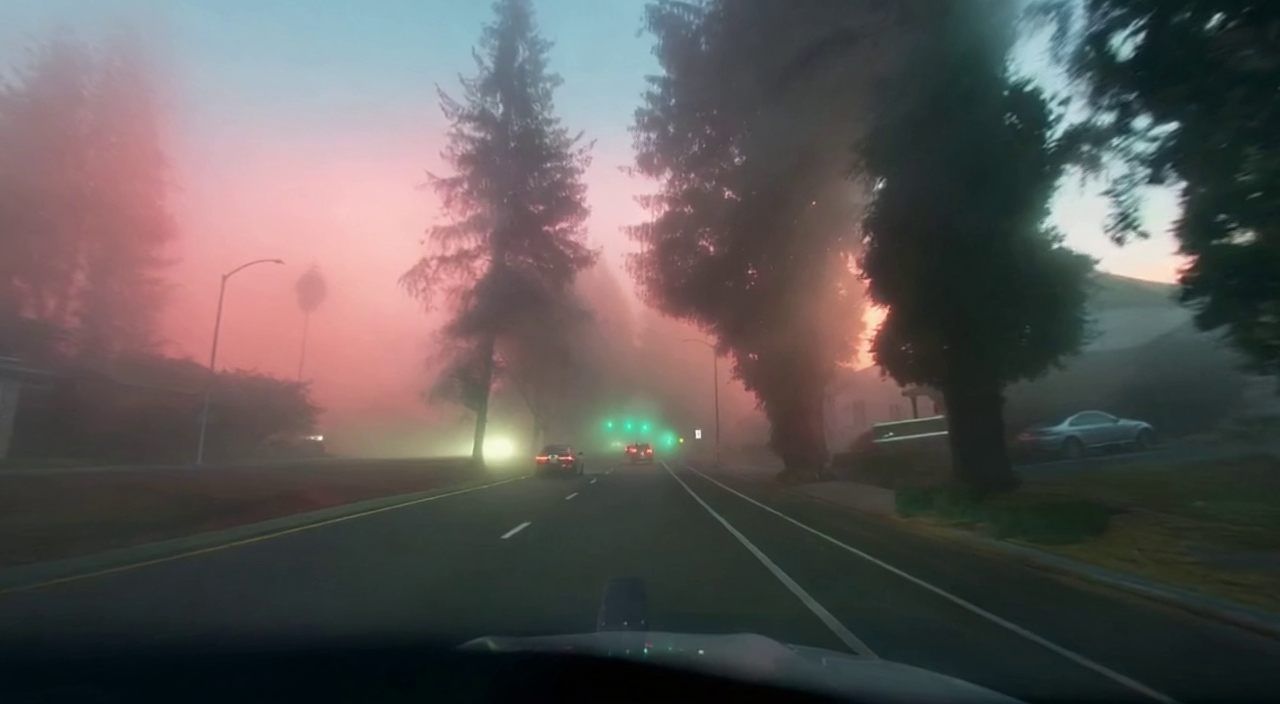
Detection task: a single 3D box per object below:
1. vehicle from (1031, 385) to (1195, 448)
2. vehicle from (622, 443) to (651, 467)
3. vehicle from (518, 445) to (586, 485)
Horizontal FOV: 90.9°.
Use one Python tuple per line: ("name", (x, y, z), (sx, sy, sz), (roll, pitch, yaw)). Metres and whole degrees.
("vehicle", (15.902, 2.264, 21.475), (3.888, 1.599, 1.922), (-8, -13, 20))
("vehicle", (-0.279, 8.048, 49.490), (2.153, 1.764, 4.047), (0, -8, -1))
("vehicle", (-3.439, 4.508, 25.509), (2.015, 1.470, 4.458), (0, -8, 1))
